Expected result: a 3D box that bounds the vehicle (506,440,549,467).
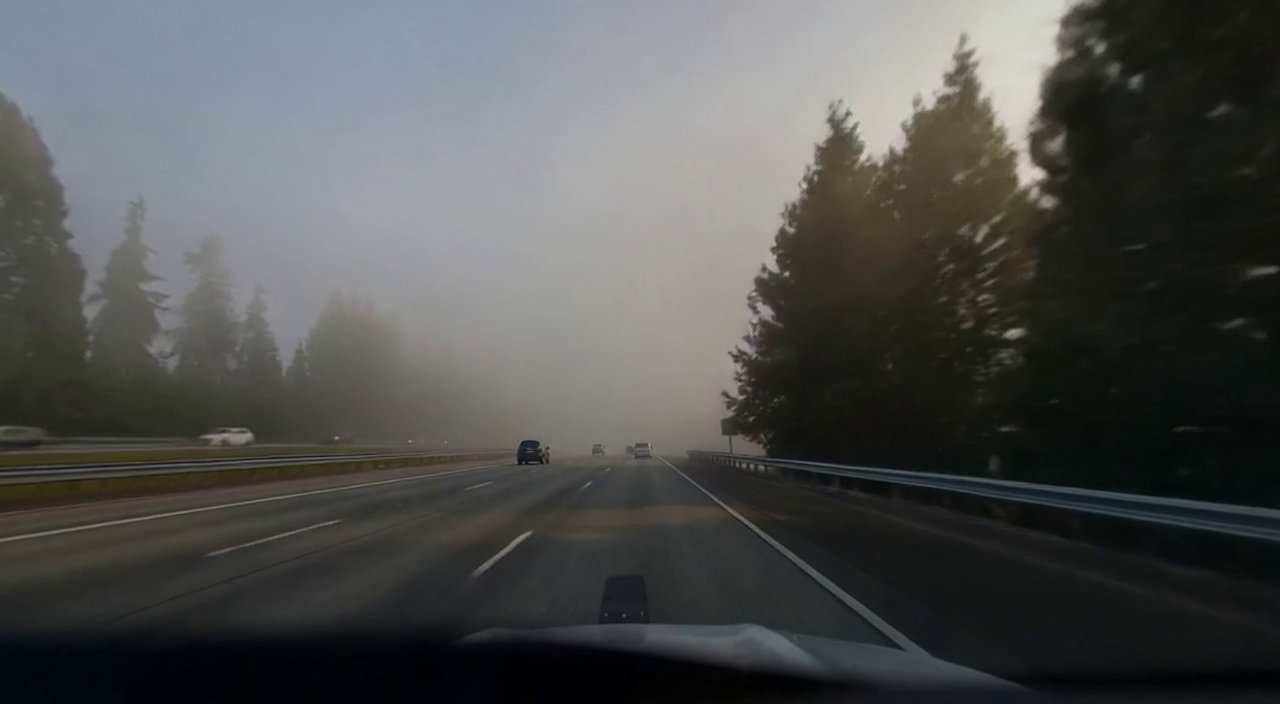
[{"bbox_3d":[-7.190,6.523,40.647,1.972,1.603,3.891,0,-8,1],"label":"vehicle"}]
